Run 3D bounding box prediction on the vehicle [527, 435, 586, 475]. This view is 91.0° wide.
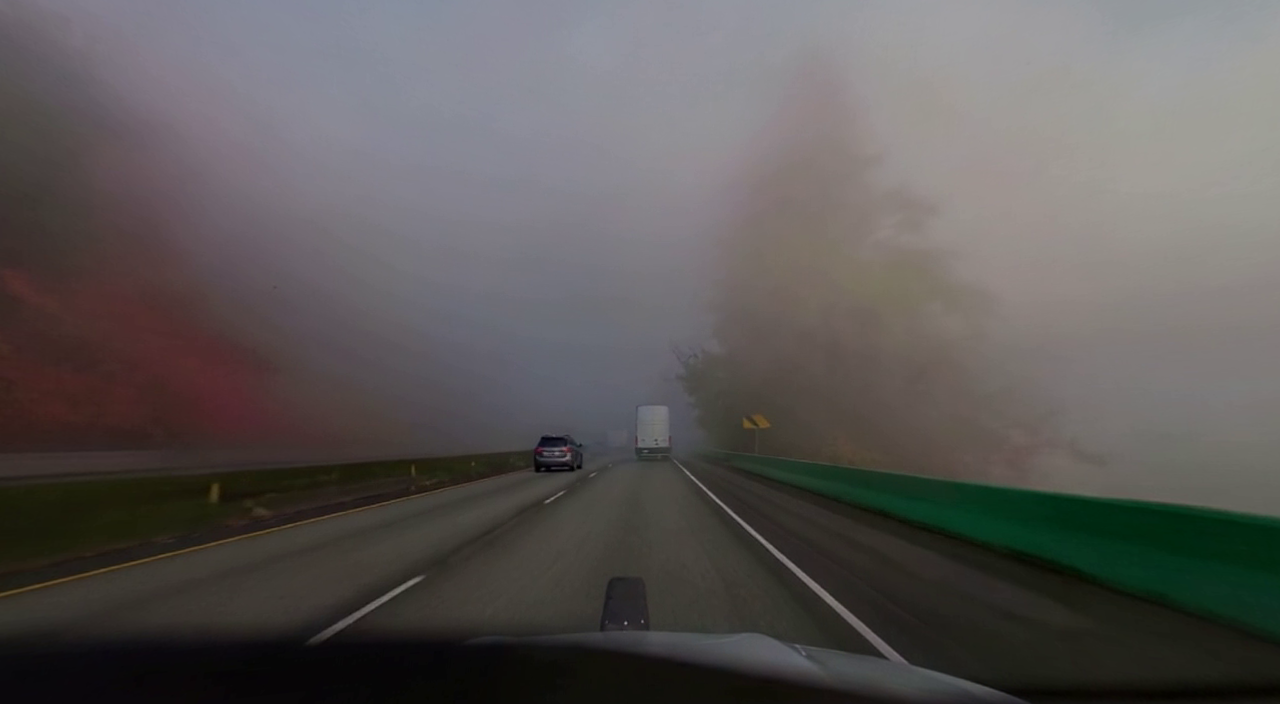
[{"bbox_3d":[-3.524,4.403,27.185,1.927,1.556,3.921,0,-8,1],"label":"vehicle"}]

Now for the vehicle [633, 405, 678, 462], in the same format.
[{"bbox_3d":[1.090,6.031,46.327,2.933,3.701,10.425,0,-8,1],"label":"vehicle"}]

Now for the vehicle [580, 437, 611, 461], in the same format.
[{"bbox_3d":[-3.138,6.962,45.273,1.962,1.575,4.158,0,-8,0],"label":"vehicle"}]
